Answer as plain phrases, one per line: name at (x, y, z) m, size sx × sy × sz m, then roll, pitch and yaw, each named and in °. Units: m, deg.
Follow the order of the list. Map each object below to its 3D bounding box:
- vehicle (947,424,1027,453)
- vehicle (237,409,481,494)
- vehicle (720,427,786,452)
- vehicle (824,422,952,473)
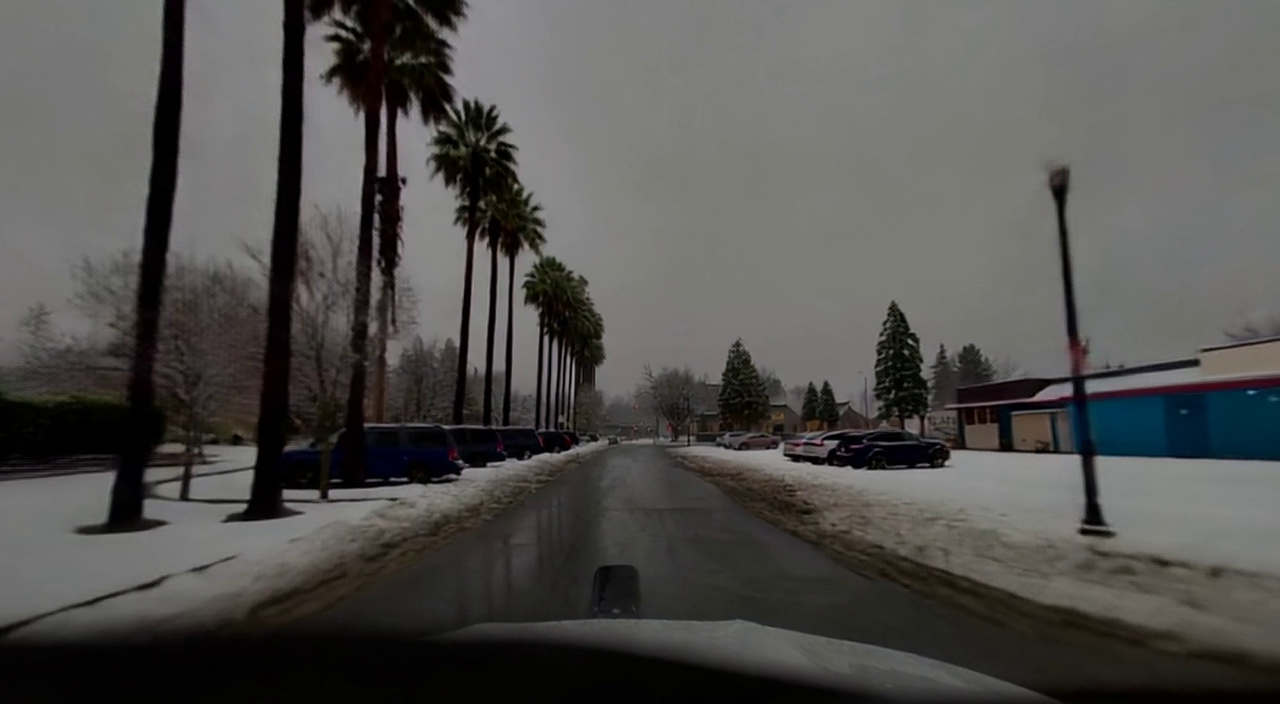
vehicle at (21.340, 5.341, 38.940) m, size 4.120 × 1.659 × 1.894 m, roll -5°, pitch -10°, yaw 28°
vehicle at (-6.940, 2.482, 15.912) m, size 5.210 × 1.834 × 2.281 m, roll 5°, pitch -10°, yaw -30°
vehicle at (8.806, 6.868, 49.257) m, size 4.758 × 1.759 × 2.068 m, roll 6°, pitch -11°, yaw -28°
vehicle at (9.453, 3.620, 24.058) m, size 4.509 × 1.759 × 2.077 m, roll 5°, pitch -10°, yaw -30°
